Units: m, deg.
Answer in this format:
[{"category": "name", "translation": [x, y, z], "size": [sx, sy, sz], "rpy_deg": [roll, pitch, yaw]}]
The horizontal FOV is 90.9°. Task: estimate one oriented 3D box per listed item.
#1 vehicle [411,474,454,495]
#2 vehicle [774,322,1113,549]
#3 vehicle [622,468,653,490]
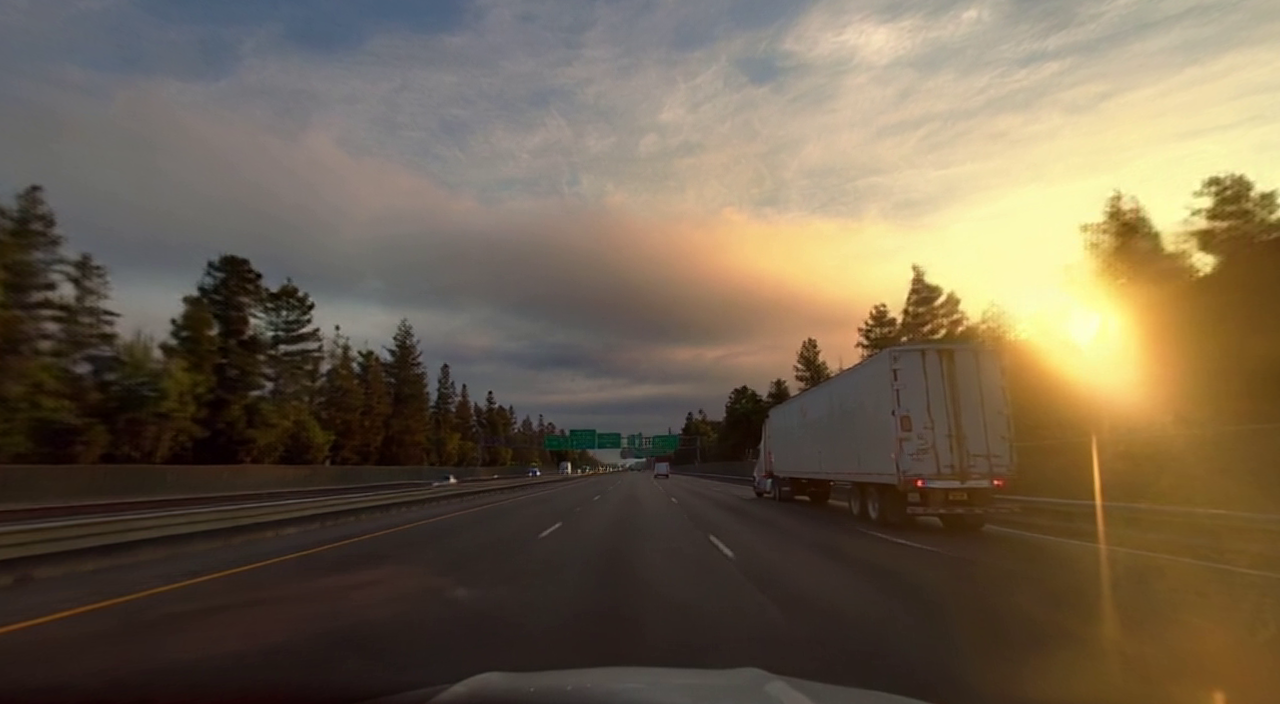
[{"category": "vehicle", "translation": [-15.758, 10.068, 48.029], "size": [1.840, 1.425, 4.145], "rpy_deg": [1, -11, 1]}, {"category": "vehicle", "translation": [6.869, 2.710, 18.270], "size": [2.926, 4.073, 13.836], "rpy_deg": [1, -11, 0]}, {"category": "vehicle", "translation": [-0.185, 8.900, 44.242], "size": [2.029, 1.459, 3.684], "rpy_deg": [1, -11, 0]}]
